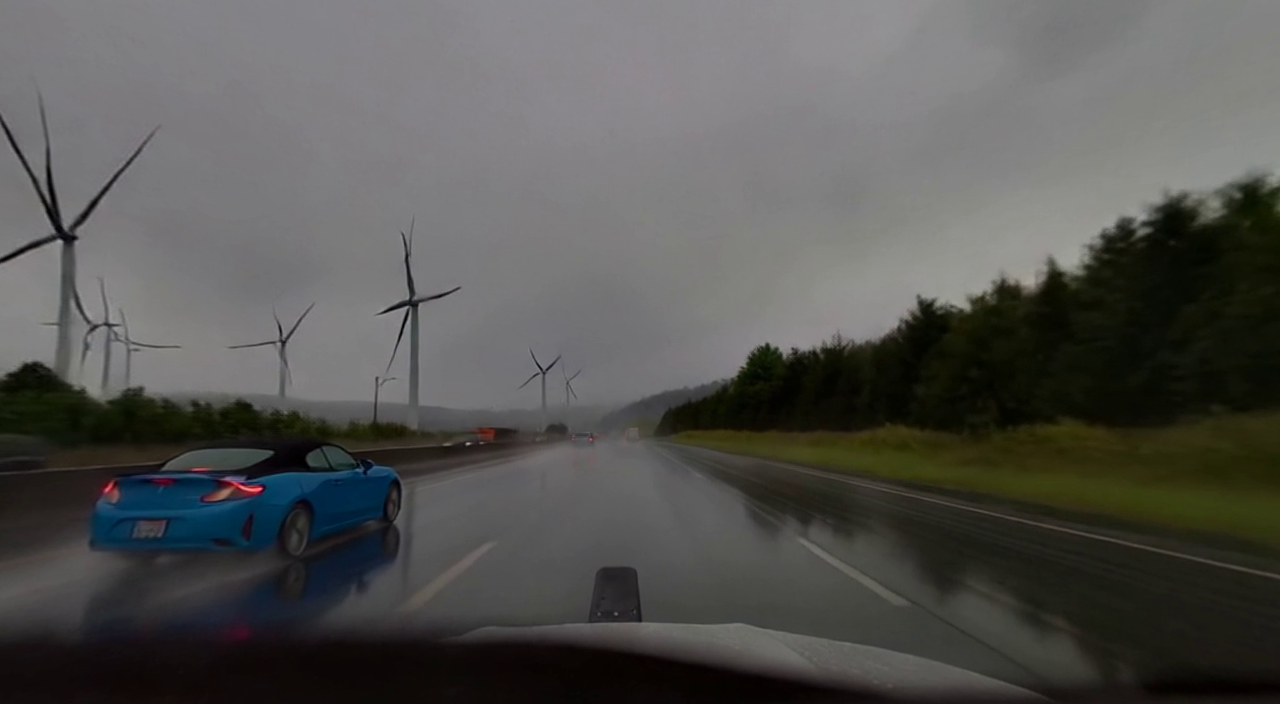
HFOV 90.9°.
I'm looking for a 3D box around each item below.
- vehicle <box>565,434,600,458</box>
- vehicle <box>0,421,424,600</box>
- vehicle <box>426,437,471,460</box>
[{"bbox_3d":[-3.697,6.133,41.206,2.024,1.456,3.754,0,-8,-1],"label":"vehicle"},{"bbox_3d":[-4.149,1.556,7.179,1.969,1.413,4.194,0,-8,-1],"label":"vehicle"},{"bbox_3d":[-13.098,6.587,43.271,1.855,1.471,3.954,0,-8,0],"label":"vehicle"}]
